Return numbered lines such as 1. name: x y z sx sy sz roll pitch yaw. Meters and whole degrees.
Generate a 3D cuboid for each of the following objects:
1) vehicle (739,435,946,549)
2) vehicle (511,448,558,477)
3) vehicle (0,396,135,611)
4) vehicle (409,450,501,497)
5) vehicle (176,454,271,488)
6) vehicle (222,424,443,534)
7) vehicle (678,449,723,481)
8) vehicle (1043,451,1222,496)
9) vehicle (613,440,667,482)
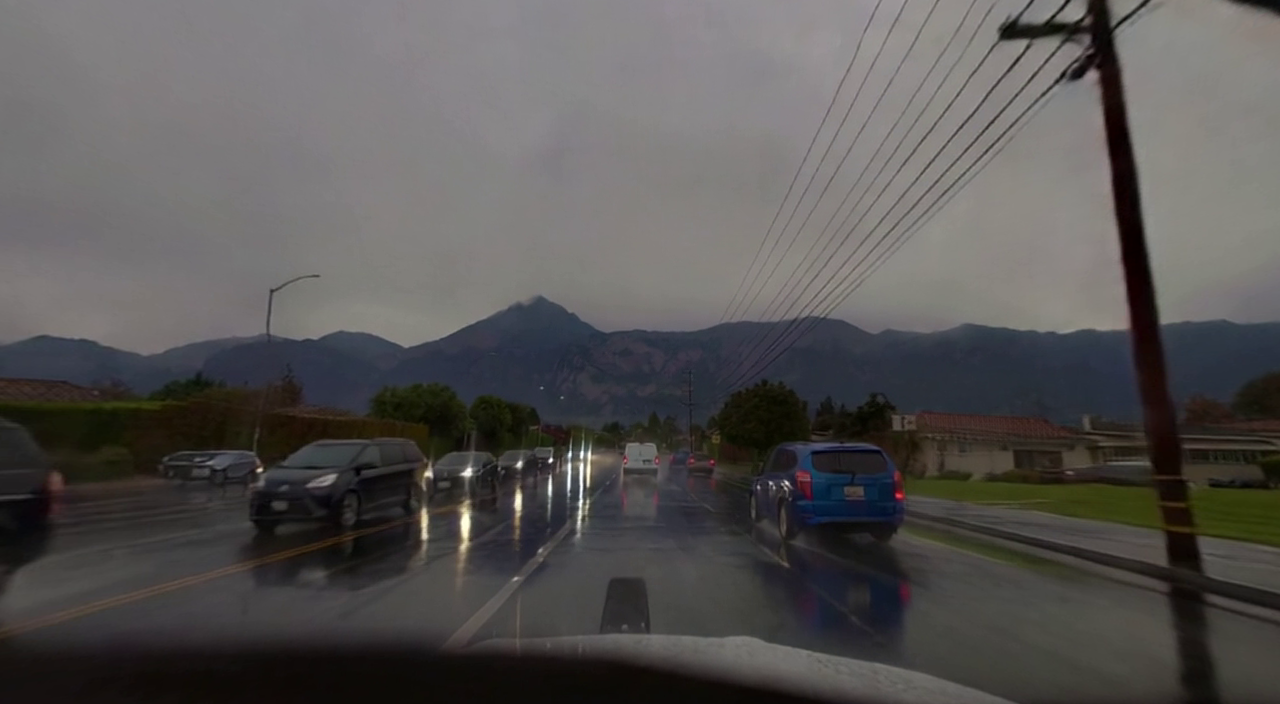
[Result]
1. vehicle: 3.370 2.429 11.725 2.155 1.658 4.721 0 -9 -2
2. vehicle: -6.443 6.791 38.988 2.095 1.695 4.431 0 -9 0
3. vehicle: -6.385 1.154 4.474 1.983 1.801 4.391 0 -9 -1
4. vehicle: -6.383 4.227 22.373 1.891 1.479 4.624 0 -9 0
5. vehicle: -20.245 5.774 30.877 1.763 1.459 4.315 1 -9 -1
6. vehicle: -6.190 2.613 13.700 1.993 1.884 5.481 0 -9 0
7. vehicle: 3.303 6.232 35.148 1.957 1.646 4.355 0 -9 -1
8. vehicle: 17.282 4.277 22.312 4.656 1.461 1.955 0 -9 0
9. vehicle: -0.034 5.667 33.205 2.636 2.011 5.130 0 -9 -1
